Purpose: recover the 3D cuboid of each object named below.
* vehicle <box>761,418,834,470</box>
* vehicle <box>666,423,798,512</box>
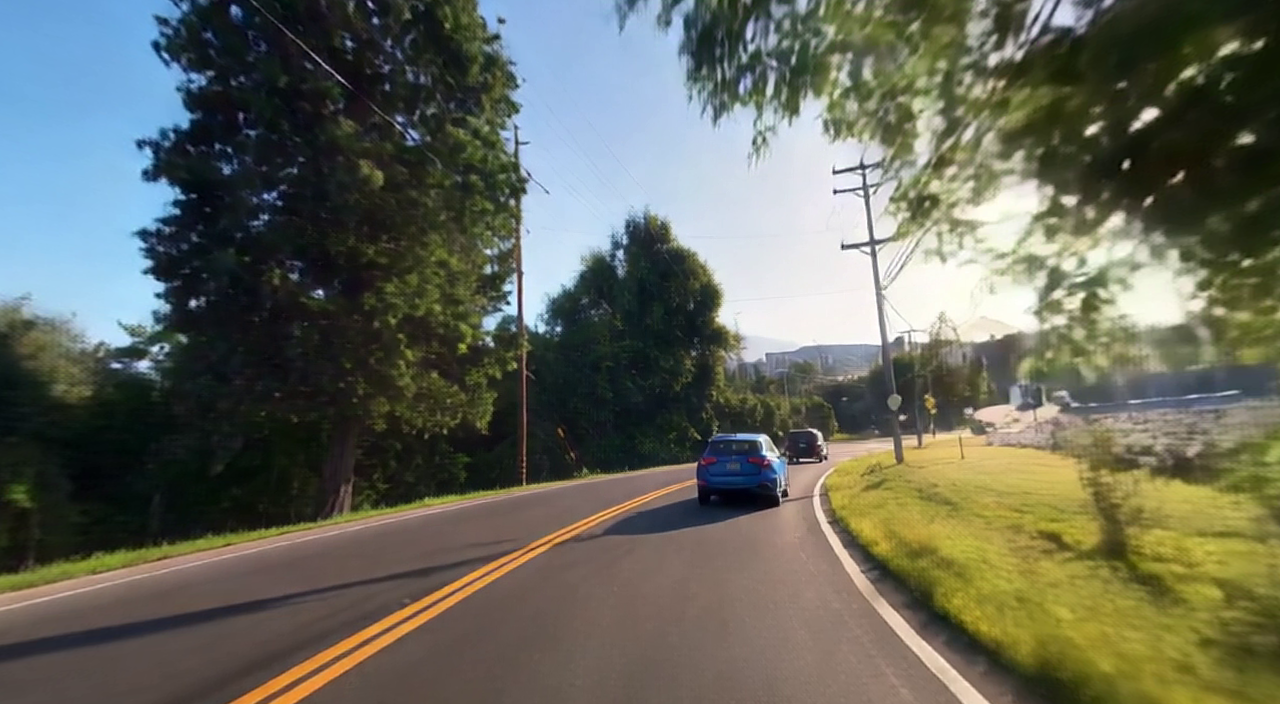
[{"bbox_3d":[7.444,4.270,29.283,2.376,2.145,5.953,-4,-9,22],"label":"vehicle"},{"bbox_3d":[2.153,2.403,13.572,2.157,1.565,4.243,-3,-9,17],"label":"vehicle"}]
